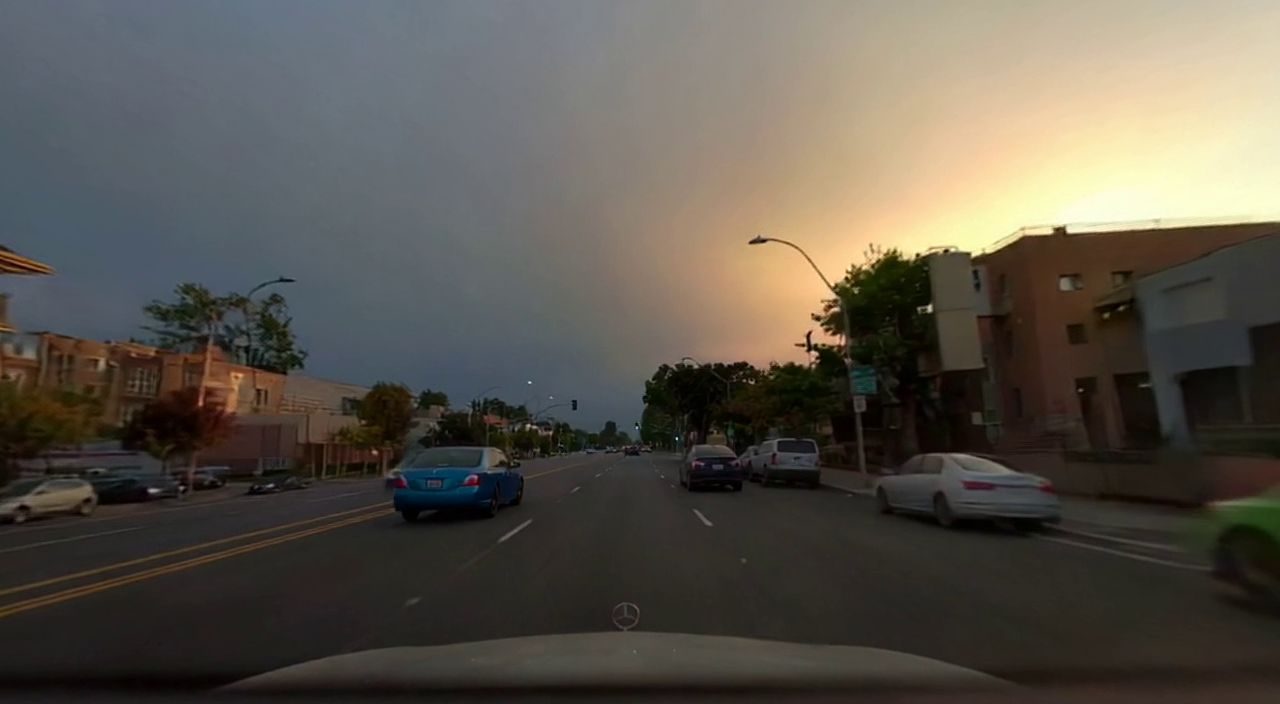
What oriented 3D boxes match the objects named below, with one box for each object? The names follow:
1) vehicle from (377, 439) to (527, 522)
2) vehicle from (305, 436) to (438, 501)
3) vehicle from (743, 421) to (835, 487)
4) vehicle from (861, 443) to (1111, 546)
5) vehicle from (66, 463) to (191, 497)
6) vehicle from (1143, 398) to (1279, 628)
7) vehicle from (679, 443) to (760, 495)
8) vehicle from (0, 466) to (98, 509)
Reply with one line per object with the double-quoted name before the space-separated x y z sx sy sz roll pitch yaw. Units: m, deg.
"vehicle" -3.877 2.711 13.882 2.062 1.527 4.044 0 -9 0
"vehicle" -8.490 3.706 20.586 2.098 1.807 5.024 0 -9 0
"vehicle" 5.904 4.145 25.880 2.394 2.400 5.209 0 -9 -1
"vehicle" 5.845 2.424 11.524 1.905 1.471 4.596 0 -9 -1
"vehicle" -24.163 6.038 29.955 4.398 1.486 1.837 -1 -9 3
"vehicle" 6.056 1.048 3.554 2.085 1.782 5.258 0 -9 0
"vehicle" 2.454 3.750 20.649 1.978 1.471 4.426 0 -9 -1
"vehicle" -23.976 5.145 24.083 4.816 1.482 1.995 -1 -9 3
